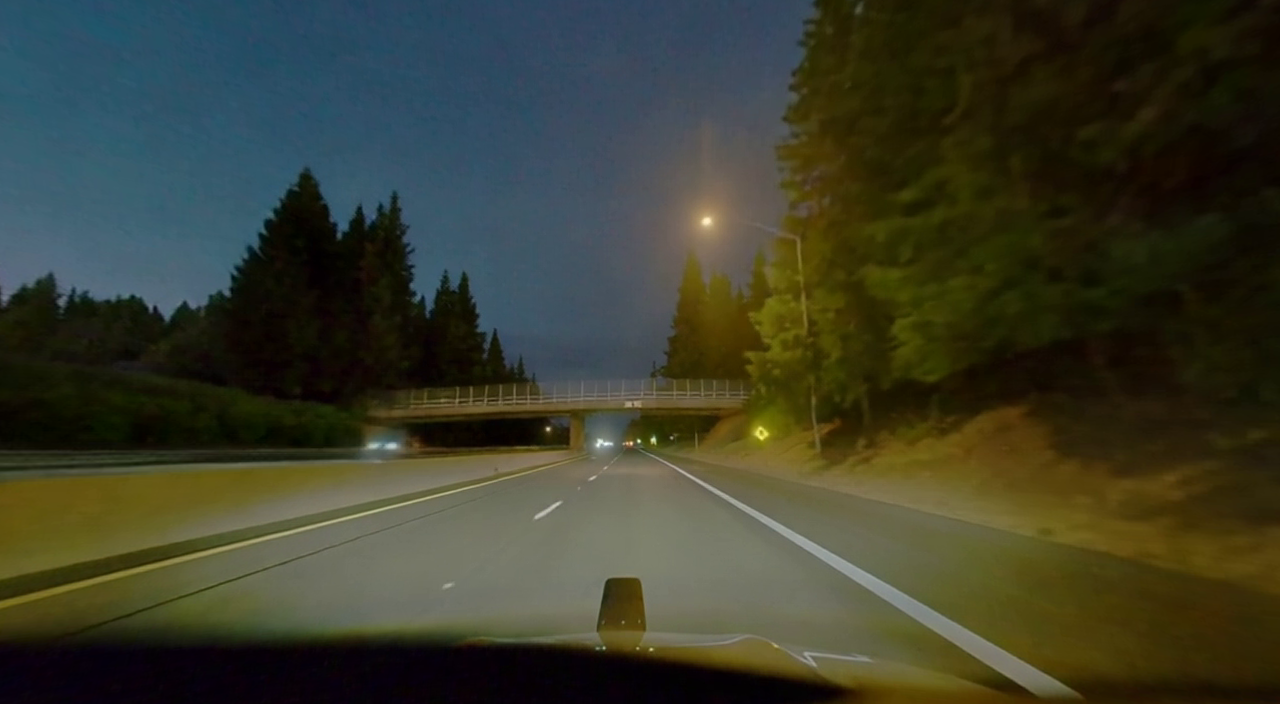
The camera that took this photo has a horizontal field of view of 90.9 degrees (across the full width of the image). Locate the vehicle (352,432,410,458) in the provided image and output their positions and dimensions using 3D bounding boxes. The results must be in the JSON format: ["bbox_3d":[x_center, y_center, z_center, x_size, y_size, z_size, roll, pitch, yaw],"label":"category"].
[{"bbox_3d":[-16.601,5.991,40.593,1.903,1.571,4.248,0,-9,0],"label":"vehicle"}]
